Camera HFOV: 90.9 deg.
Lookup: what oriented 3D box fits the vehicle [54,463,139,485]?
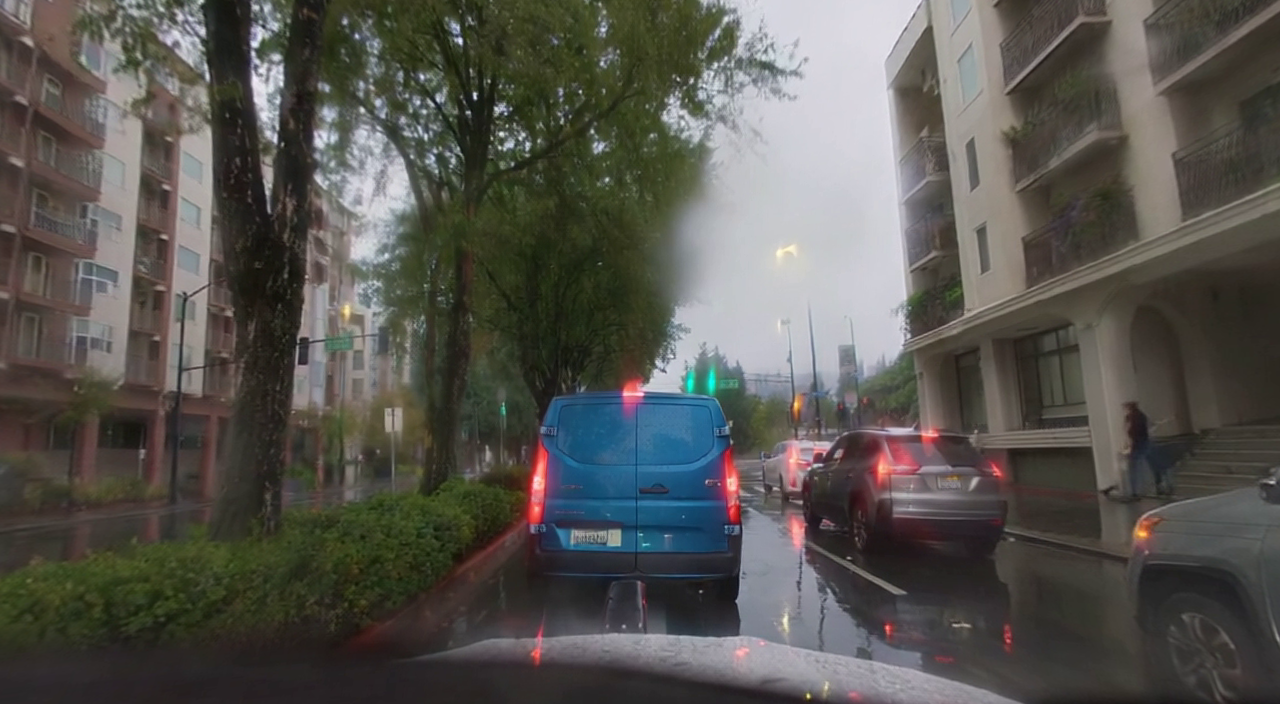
[{"bbox_3d":[-38.439,8.628,44.646,4.396,1.458,1.809,-1,-9,2],"label":"vehicle"}]

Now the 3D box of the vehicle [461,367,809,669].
[{"bbox_3d":[-0.027,1.326,6.048,2.101,1.828,4.270,0,-9,0],"label":"vehicle"}]

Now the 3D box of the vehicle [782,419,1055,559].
[{"bbox_3d":[3.923,2.017,10.083,2.061,1.676,4.734,0,-9,-2],"label":"vehicle"}]

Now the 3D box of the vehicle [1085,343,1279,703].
[{"bbox_3d":[3.814,0.692,1.735,2.157,1.748,4.130,0,-9,1],"label":"vehicle"}]

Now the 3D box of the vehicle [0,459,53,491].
[{"bbox_3d":[-35.489,6.836,35.123,3.843,1.680,1.782,-1,-9,3],"label":"vehicle"}]

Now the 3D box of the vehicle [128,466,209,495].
[{"bbox_3d":[-33.243,9.065,44.532,4.292,1.492,1.772,-6,-14,-1],"label":"vehicle"}]
